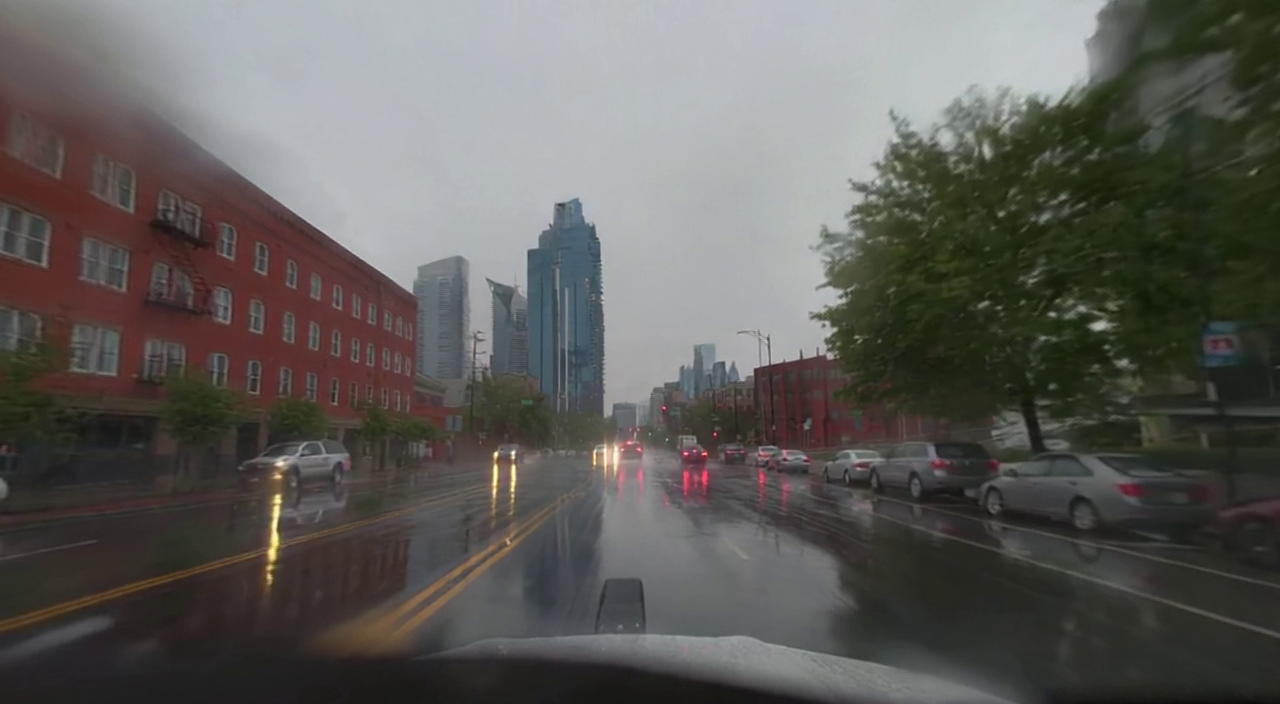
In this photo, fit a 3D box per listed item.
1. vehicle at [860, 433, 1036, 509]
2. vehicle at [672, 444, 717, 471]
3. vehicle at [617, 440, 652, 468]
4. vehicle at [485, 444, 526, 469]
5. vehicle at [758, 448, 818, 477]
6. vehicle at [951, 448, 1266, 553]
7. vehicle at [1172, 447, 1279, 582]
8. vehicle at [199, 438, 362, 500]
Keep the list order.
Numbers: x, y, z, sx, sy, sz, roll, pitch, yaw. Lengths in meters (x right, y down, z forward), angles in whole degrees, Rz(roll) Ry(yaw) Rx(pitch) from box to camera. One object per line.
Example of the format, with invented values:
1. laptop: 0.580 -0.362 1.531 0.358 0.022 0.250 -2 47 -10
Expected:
1. vehicle: 8.144 3.198 17.408 2.310 1.753 4.814 0 -9 -1
2. vehicle: 3.211 6.344 38.288 2.238 1.499 4.964 0 -8 0
3. vehicle: -0.409 7.239 45.117 2.329 1.842 4.537 0 -8 -1
4. vehicle: -10.151 7.920 48.058 2.212 1.784 4.626 0 -8 -2
5. vehicle: 8.101 6.067 35.026 2.054 1.455 4.786 0 -8 -2
6. vehicle: 8.052 2.535 11.686 2.075 1.467 4.800 0 -8 -1
7. vehicle: 8.064 1.614 5.814 2.030 1.444 4.832 0 -8 -1
8. vehicle: -14.462 4.710 26.111 2.822 2.230 6.145 0 -9 3
